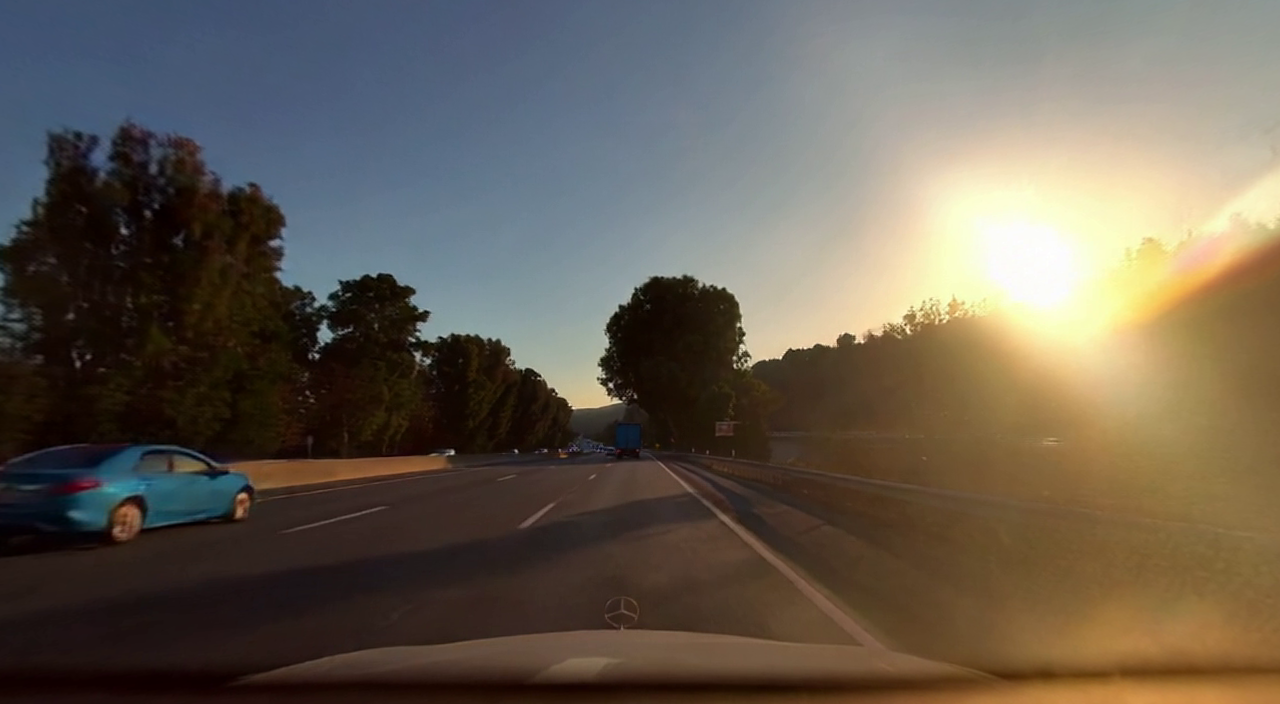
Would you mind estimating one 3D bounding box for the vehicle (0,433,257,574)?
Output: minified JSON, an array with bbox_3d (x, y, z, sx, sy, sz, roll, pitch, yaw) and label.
[{"bbox_3d":[-7.946,1.953,8.967,2.155,1.504,4.490,0,-8,0],"label":"vehicle"}]
